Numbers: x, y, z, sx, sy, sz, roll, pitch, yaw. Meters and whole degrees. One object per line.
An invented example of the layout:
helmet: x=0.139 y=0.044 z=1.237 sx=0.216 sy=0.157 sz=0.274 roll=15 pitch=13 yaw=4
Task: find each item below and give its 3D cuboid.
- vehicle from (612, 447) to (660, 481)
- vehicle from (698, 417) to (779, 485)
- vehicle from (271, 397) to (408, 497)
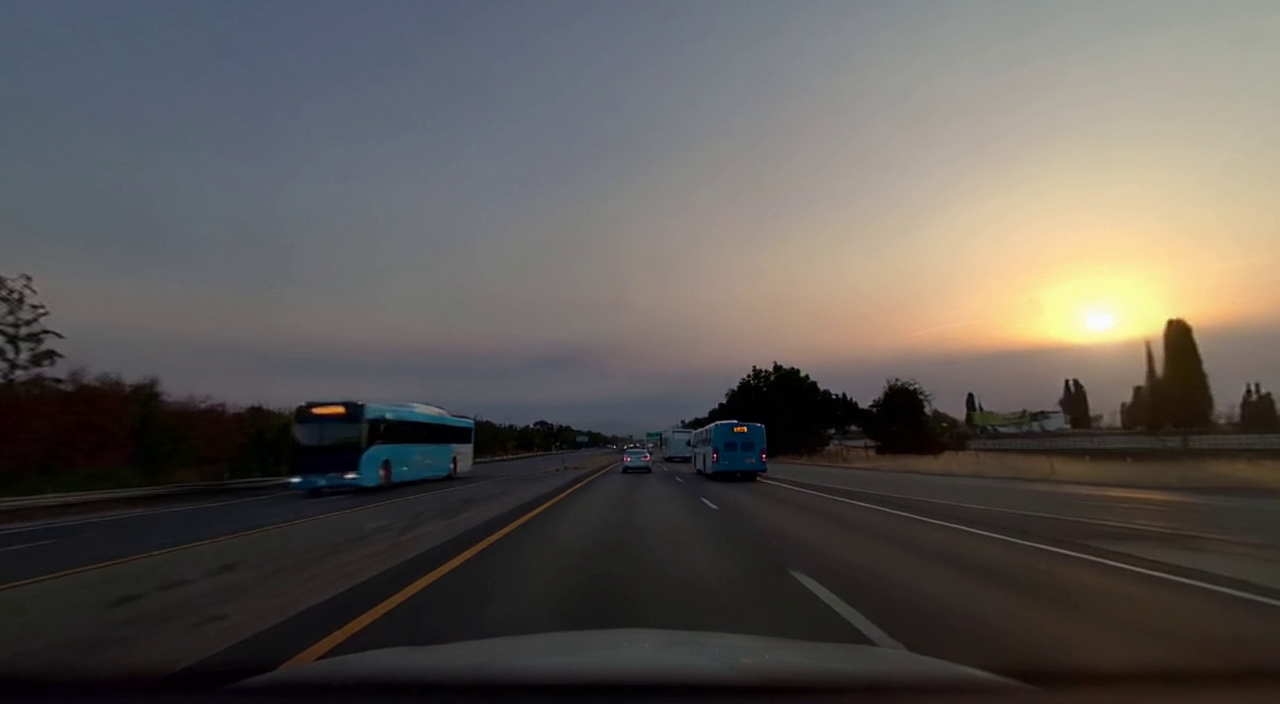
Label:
vehicle: x=-0.194 y=5.026 z=28.516 sx=2.004 sy=1.449 sz=3.817 roll=0 pitch=-9 yaw=-1
vehicle: x=4.060 y=4.263 z=27.186 sx=2.440 sy=2.555 sz=5.957 roll=0 pitch=-9 yaw=-1
vehicle: x=-13.409 y=4.350 z=28.892 sx=3.007 sy=4.034 sz=6.288 roll=0 pitch=-9 yaw=0
